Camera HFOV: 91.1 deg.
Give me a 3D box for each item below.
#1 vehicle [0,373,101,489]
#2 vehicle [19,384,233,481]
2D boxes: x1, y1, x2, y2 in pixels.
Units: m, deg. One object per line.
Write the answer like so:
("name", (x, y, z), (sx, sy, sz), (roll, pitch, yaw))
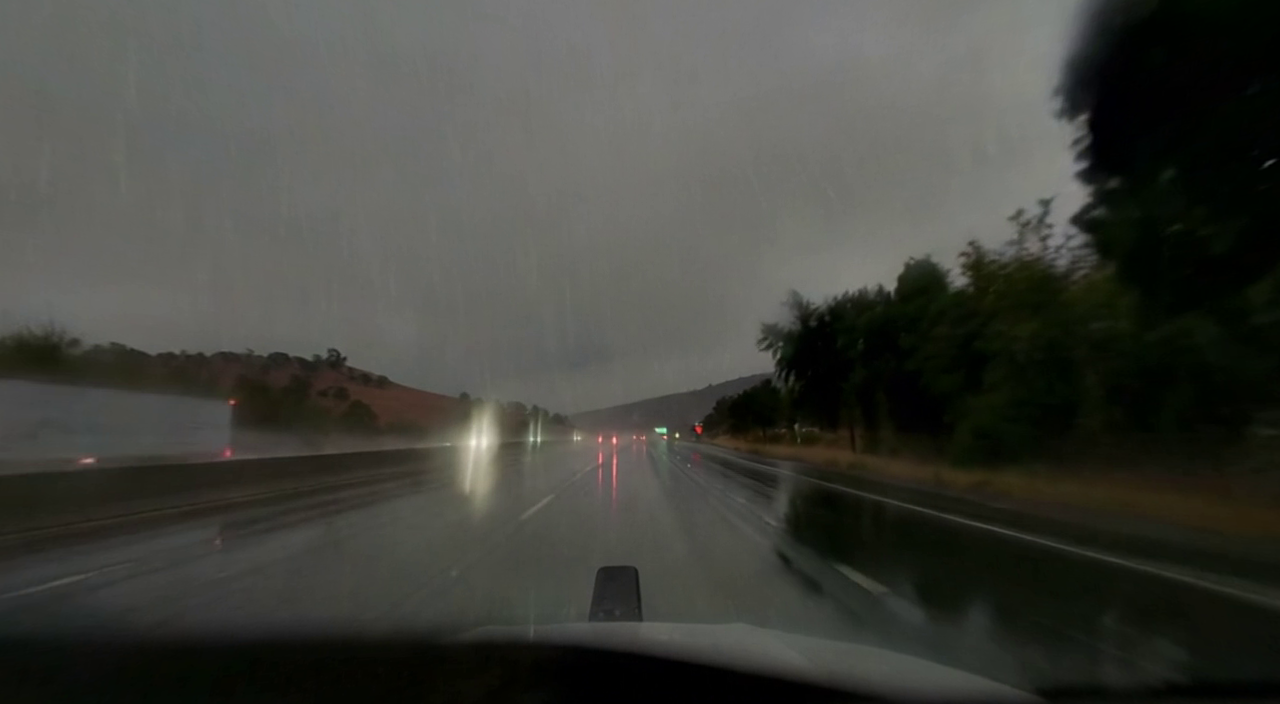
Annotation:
("vehicle", (-23.287, 2.532, 20.169), (3.030, 3.937, 10.121), (0, -8, -1))
("vehicle", (-23.412, 3.789, 29.544), (2.887, 3.875, 8.389), (0, -8, 0))
